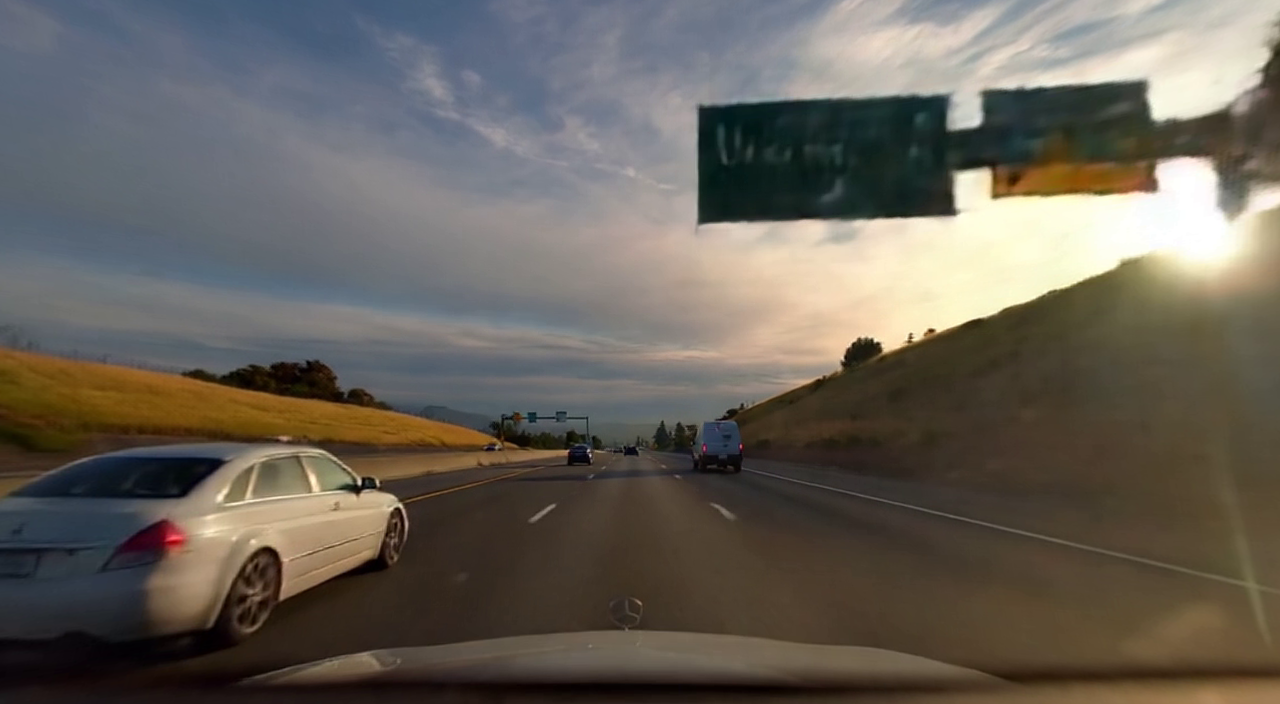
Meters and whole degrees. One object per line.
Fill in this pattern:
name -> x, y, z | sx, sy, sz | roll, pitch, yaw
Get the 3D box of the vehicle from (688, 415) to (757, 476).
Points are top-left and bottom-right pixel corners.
vehicle -> 3.796, 4.479, 30.104 | 2.361, 2.636, 5.684 | 0, -9, -1

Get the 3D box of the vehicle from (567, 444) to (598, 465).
vehicle -> -4.390, 7.933, 48.754 | 2.054, 1.529, 4.368 | 0, -9, -1

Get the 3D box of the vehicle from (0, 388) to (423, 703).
vehicle -> -3.341, 1.227, 4.415 | 1.939, 1.513, 4.773 | 0, -9, 0
